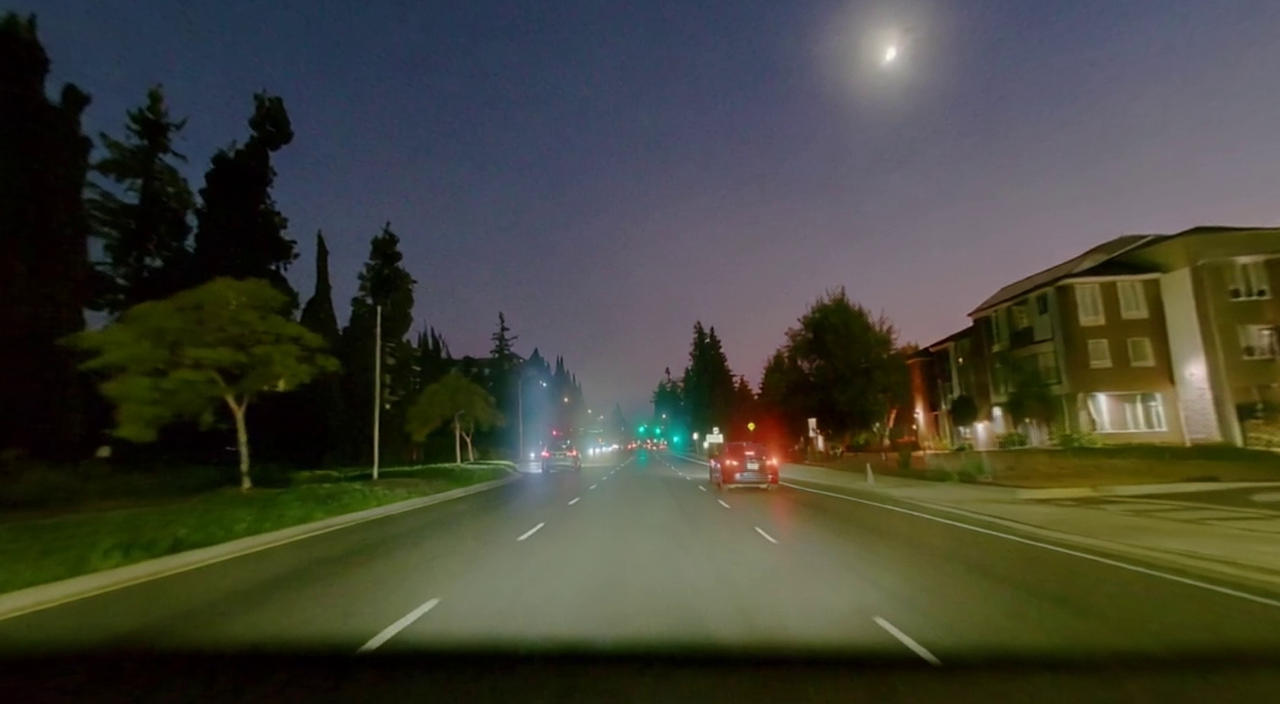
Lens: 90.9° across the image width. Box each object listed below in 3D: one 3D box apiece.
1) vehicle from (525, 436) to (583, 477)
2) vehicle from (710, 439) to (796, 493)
[{"bbox_3d":[-4.058,5.026,30.548,2.216,1.828,4.886,0,-8,-1],"label":"vehicle"},{"bbox_3d":[3.462,3.578,20.146,1.945,1.530,4.320,0,-8,0],"label":"vehicle"}]
